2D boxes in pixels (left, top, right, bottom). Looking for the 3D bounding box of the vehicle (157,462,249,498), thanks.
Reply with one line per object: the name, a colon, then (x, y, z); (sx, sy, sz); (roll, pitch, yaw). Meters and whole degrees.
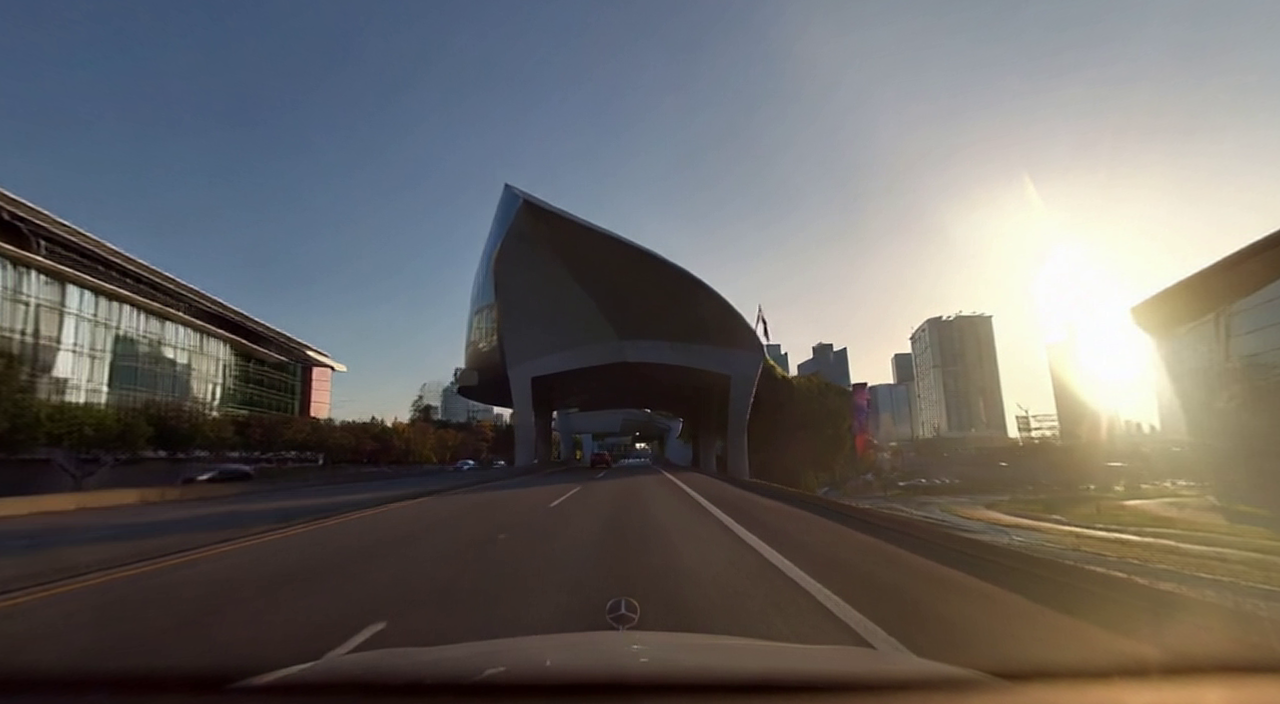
vehicle: (-22.577, 6.584, 32.840); (1.819, 1.582, 4.164); (0, -8, -1)
